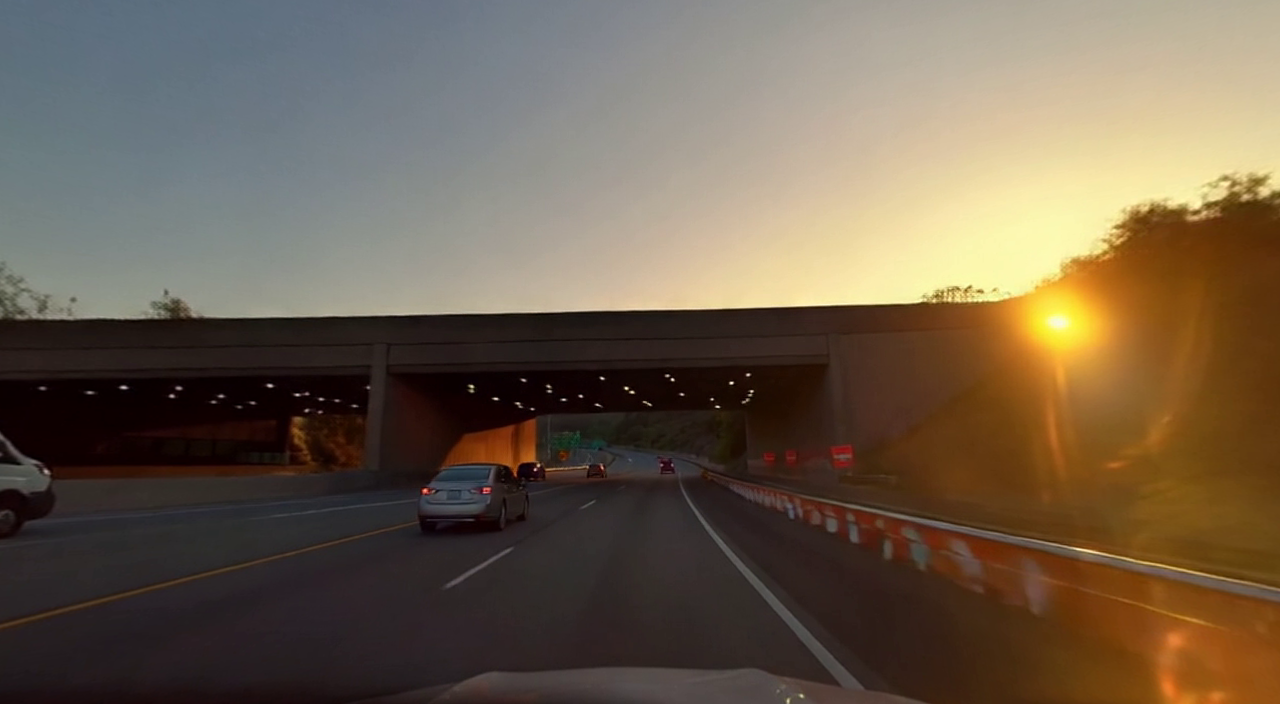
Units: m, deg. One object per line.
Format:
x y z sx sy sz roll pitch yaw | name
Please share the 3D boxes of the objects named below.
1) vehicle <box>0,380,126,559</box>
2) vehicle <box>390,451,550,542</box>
-10.734 1.477 8.021 2.310 2.576 6.321 -1 -10 9 | vehicle
-3.128 2.771 12.474 1.992 1.466 3.690 0 -10 2 | vehicle
